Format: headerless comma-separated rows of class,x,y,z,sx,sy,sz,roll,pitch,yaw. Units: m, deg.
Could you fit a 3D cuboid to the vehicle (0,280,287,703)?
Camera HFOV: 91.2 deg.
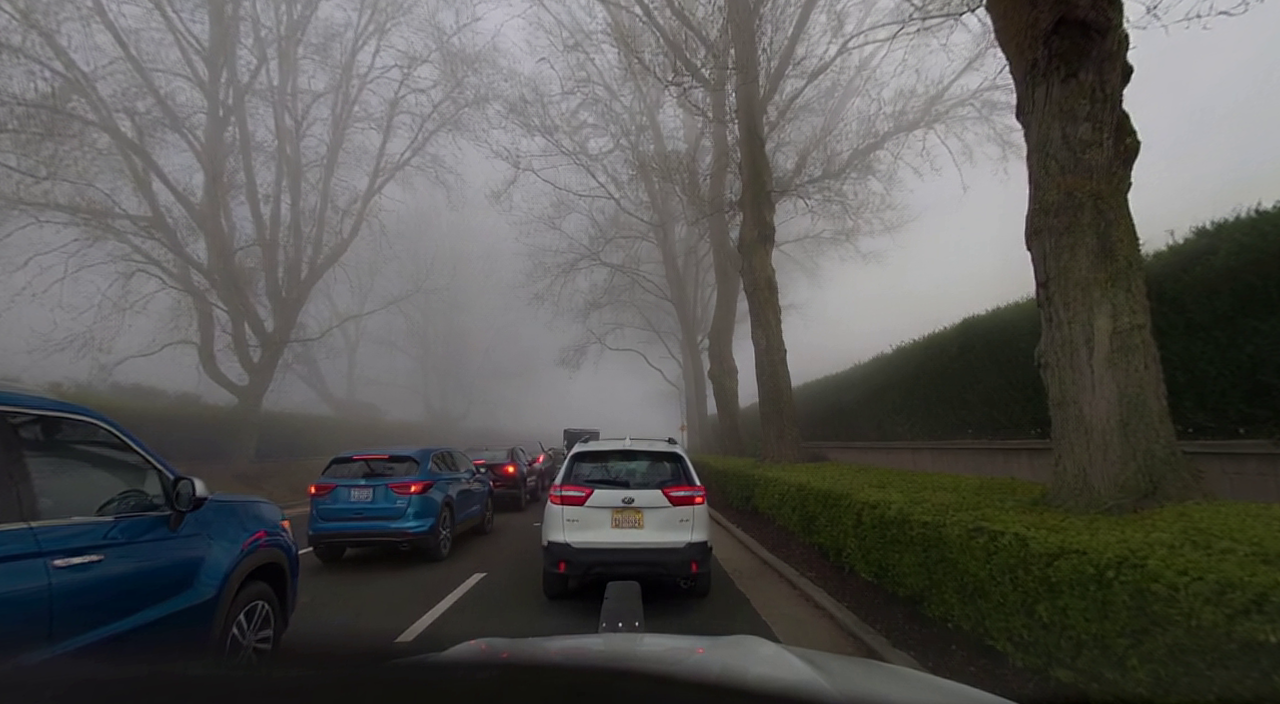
vehicle,-3.286,0.669,1.261,2.205,1.913,5.327,-6,-8,-2

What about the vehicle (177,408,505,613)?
vehicle,-3.412,1.848,8.308,2.256,1.728,4.421,-6,-8,-2

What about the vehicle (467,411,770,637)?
vehicle,-0.181,1.544,6.564,2.154,1.581,4.007,0,-9,-1
